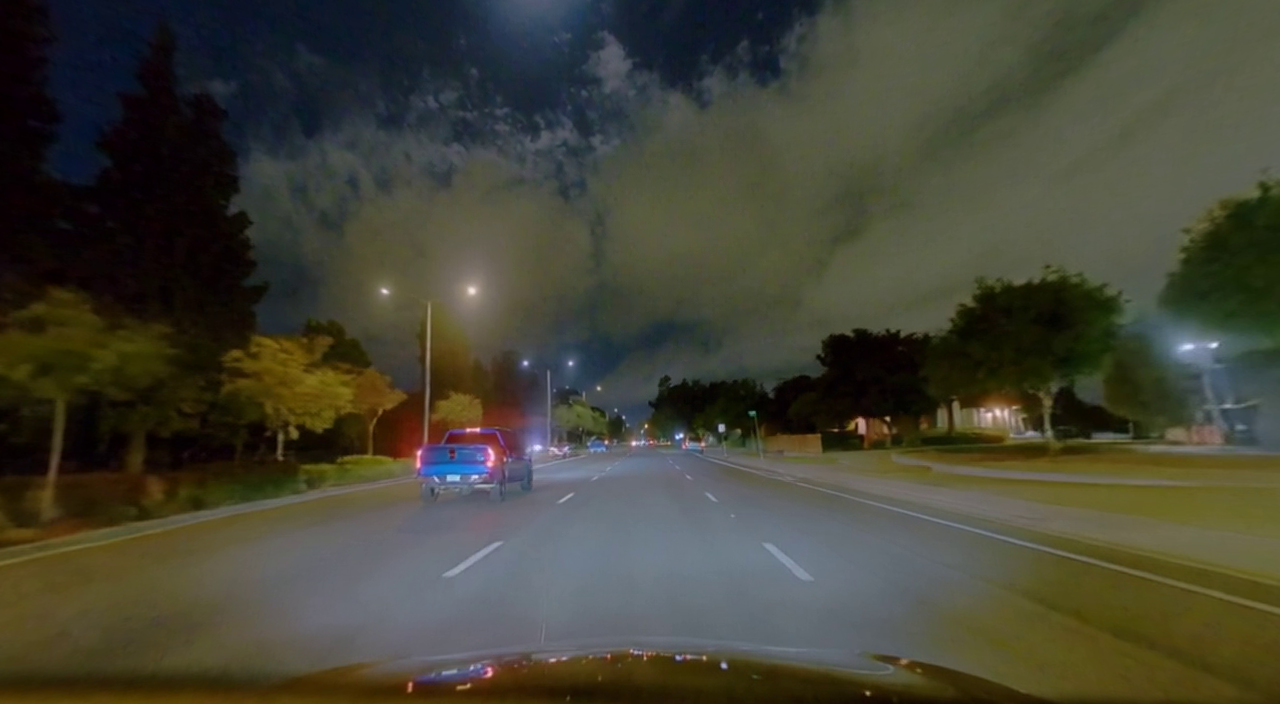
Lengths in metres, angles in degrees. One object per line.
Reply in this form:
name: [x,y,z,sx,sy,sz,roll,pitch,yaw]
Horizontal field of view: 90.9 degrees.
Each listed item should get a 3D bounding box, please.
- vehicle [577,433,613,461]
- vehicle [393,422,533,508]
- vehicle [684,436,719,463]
vehicle: [-3.347,7.168,47.685,2.230,1.987,4.385,0,-8,2]
vehicle: [-4.062,2.685,15.422,2.002,1.747,4.728,0,-8,0]
vehicle: [4.140,6.661,42.994,2.016,1.736,4.356,0,-8,1]
